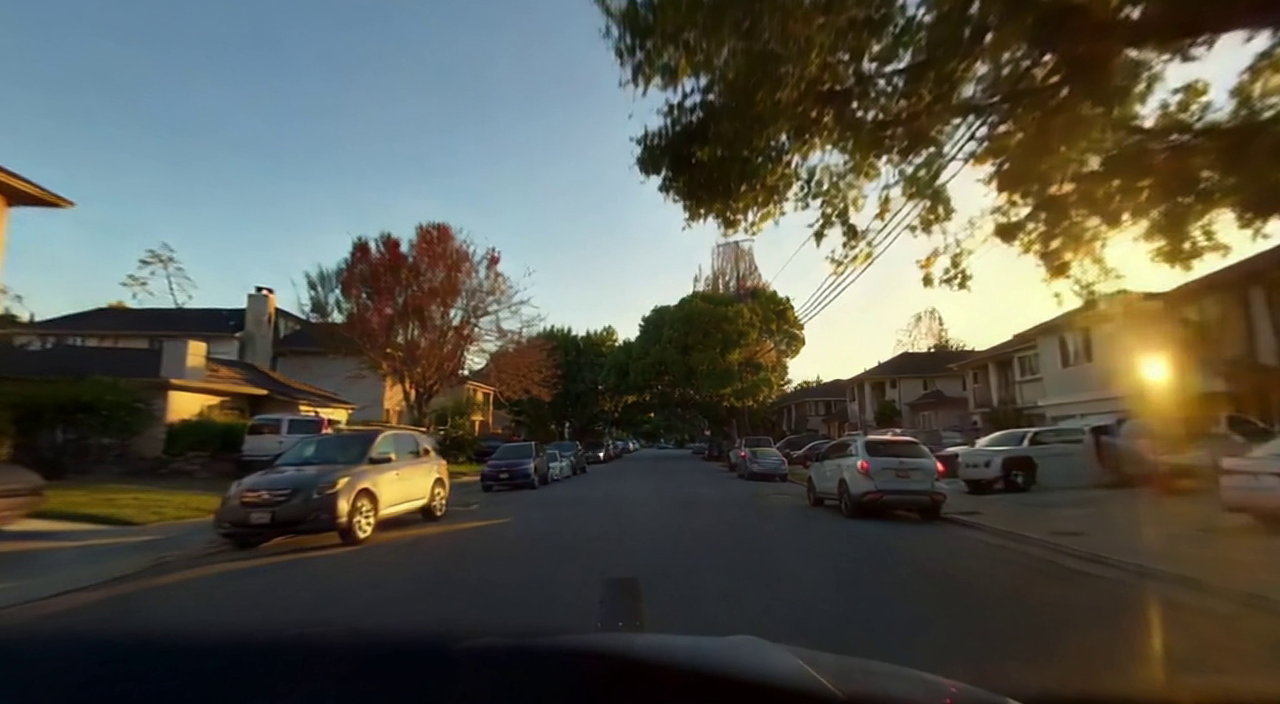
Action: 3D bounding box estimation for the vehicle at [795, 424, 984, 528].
[{"bbox_3d":[5.333,2.722,14.611,2.201,1.896,5.632,0,-8,2],"label":"vehicle"}]

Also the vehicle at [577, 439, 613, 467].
[{"bbox_3d":[-3.070,7.072,44.141,2.035,1.822,4.348,0,-10,2],"label":"vehicle"}]

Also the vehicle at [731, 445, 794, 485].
[{"bbox_3d":[5.354,4.983,28.367,1.850,1.516,5.066,0,-8,0],"label":"vehicle"}]

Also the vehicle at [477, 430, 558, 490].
[{"bbox_3d":[-4.137,3.787,22.065,2.007,1.861,4.101,0,-11,0],"label":"vehicle"}]

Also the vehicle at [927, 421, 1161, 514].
[{"bbox_3d":[9.356,2.761,15.354,2.285,1.833,4.853,-1,-10,-2],"label":"vehicle"}]

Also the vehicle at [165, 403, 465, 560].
[{"bbox_3d":[-4.910,2.124,10.879,2.319,1.902,5.526,-2,-10,-1],"label":"vehicle"}]
